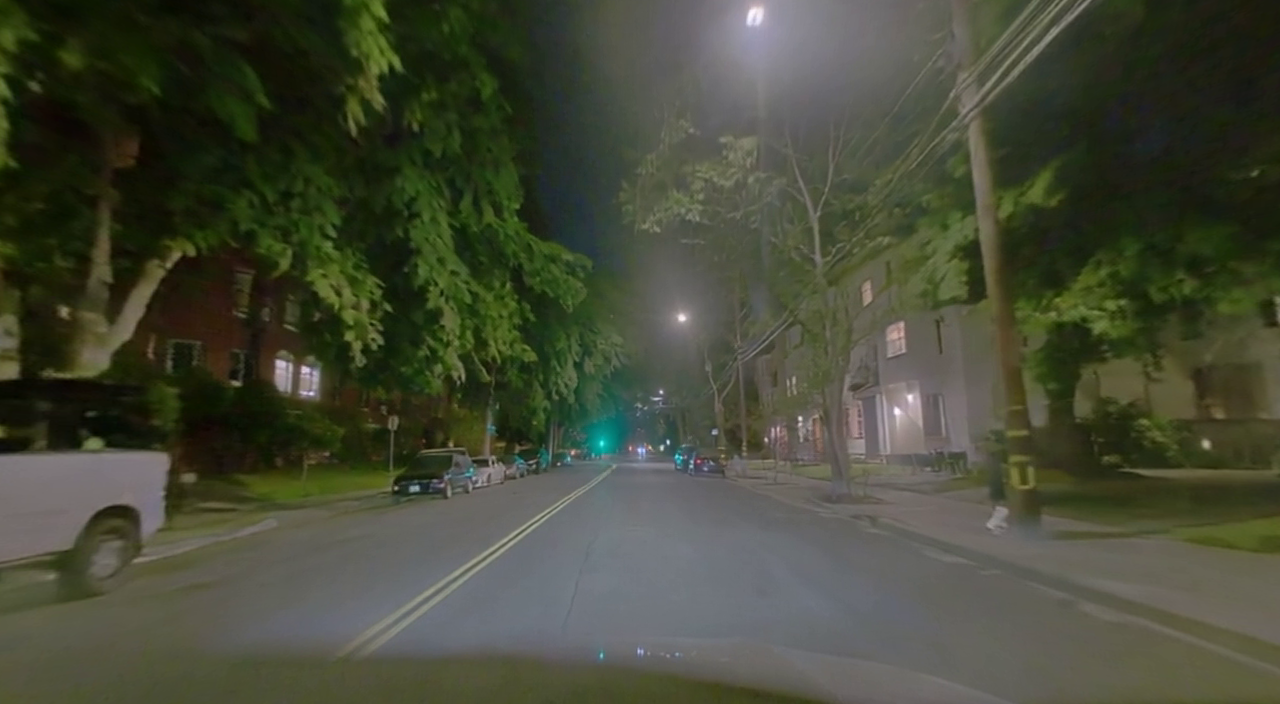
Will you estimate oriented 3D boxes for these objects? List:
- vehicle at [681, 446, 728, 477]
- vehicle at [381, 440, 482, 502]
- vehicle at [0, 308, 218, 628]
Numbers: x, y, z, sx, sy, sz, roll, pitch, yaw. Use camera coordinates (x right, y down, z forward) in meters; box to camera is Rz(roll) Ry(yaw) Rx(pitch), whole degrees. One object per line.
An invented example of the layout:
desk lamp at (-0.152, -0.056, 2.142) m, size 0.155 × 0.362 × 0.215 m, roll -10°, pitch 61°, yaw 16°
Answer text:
vehicle at (3.305, 5.726, 33.302) m, size 1.869 × 1.453 × 4.237 m, roll 0°, pitch -9°, yaw -2°
vehicle at (-6.768, 3.876, 21.025) m, size 1.963 × 1.820 × 4.297 m, roll 0°, pitch -9°, yaw -1°
vehicle at (-6.756, 0.995, 5.341) m, size 2.439 × 2.724 × 5.647 m, roll -1°, pitch -10°, yaw -1°
